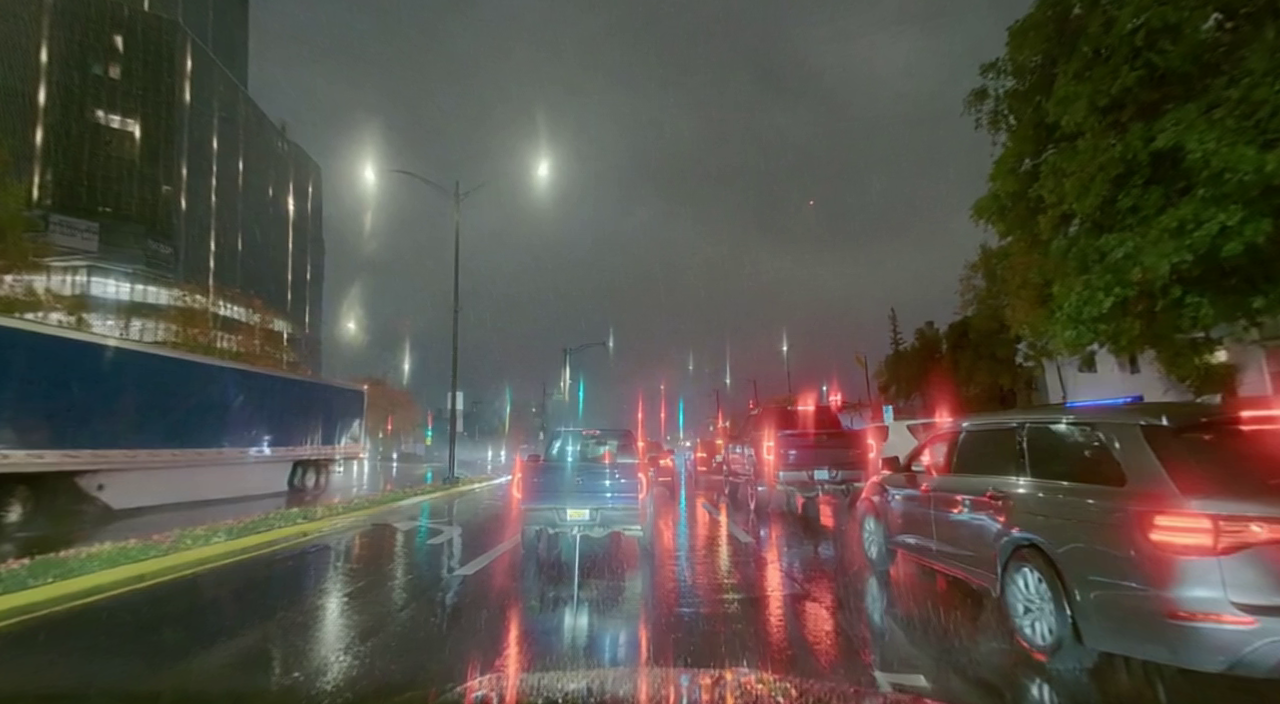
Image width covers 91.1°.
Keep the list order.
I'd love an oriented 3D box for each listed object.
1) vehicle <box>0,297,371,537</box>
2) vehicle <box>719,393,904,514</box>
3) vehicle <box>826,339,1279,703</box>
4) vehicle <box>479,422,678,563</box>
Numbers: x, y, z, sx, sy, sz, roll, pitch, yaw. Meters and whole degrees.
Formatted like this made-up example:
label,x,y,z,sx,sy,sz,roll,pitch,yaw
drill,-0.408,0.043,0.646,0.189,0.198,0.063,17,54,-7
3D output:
label,x,y,z,sx,sy,sz,roll,pitch,yaw
vehicle,-13.204,2.141,17.775,3.246,4.347,17.394,0,-9,1
vehicle,3.473,2.270,14.381,2.497,2.186,5.890,0,-8,-1
vehicle,3.170,1.148,4.802,2.024,1.723,4.714,0,-8,0
vehicle,-0.654,1.861,9.065,2.172,1.536,4.250,0,-8,0
